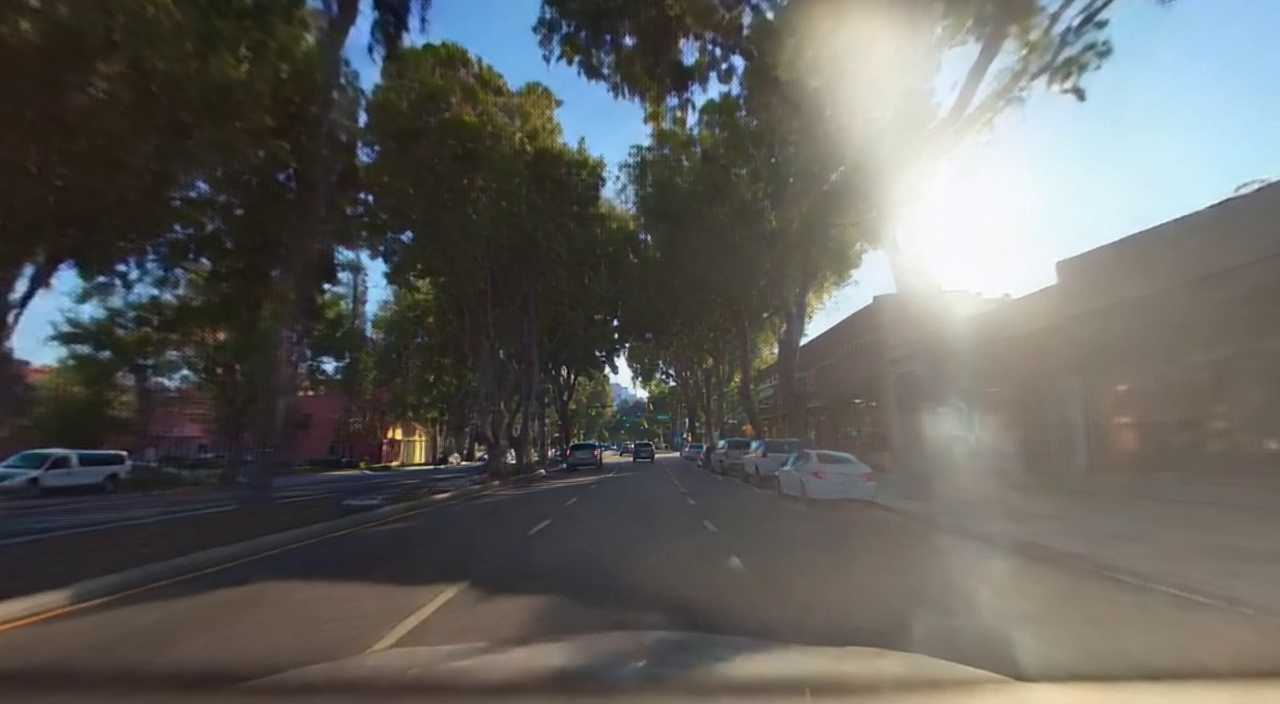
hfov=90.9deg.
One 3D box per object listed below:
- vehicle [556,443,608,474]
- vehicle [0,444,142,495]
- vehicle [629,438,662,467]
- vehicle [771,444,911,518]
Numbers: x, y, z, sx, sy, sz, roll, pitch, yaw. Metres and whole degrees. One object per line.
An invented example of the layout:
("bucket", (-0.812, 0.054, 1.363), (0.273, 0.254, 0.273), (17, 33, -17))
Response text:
("vehicle", (-2.926, 5.485, 32.814), (2.151, 1.484, 4.468), (0, -9, 2))
("vehicle", (-27.066, 5.433, 29.694), (2.231, 2.124, 5.680), (-1, -9, 4))
("vehicle", (0.377, 6.568, 41.297), (2.075, 1.770, 4.018), (0, -9, 1))
("vehicle", (4.444, 2.890, 14.711), (1.896, 1.451, 4.329), (0, -9, 1))
